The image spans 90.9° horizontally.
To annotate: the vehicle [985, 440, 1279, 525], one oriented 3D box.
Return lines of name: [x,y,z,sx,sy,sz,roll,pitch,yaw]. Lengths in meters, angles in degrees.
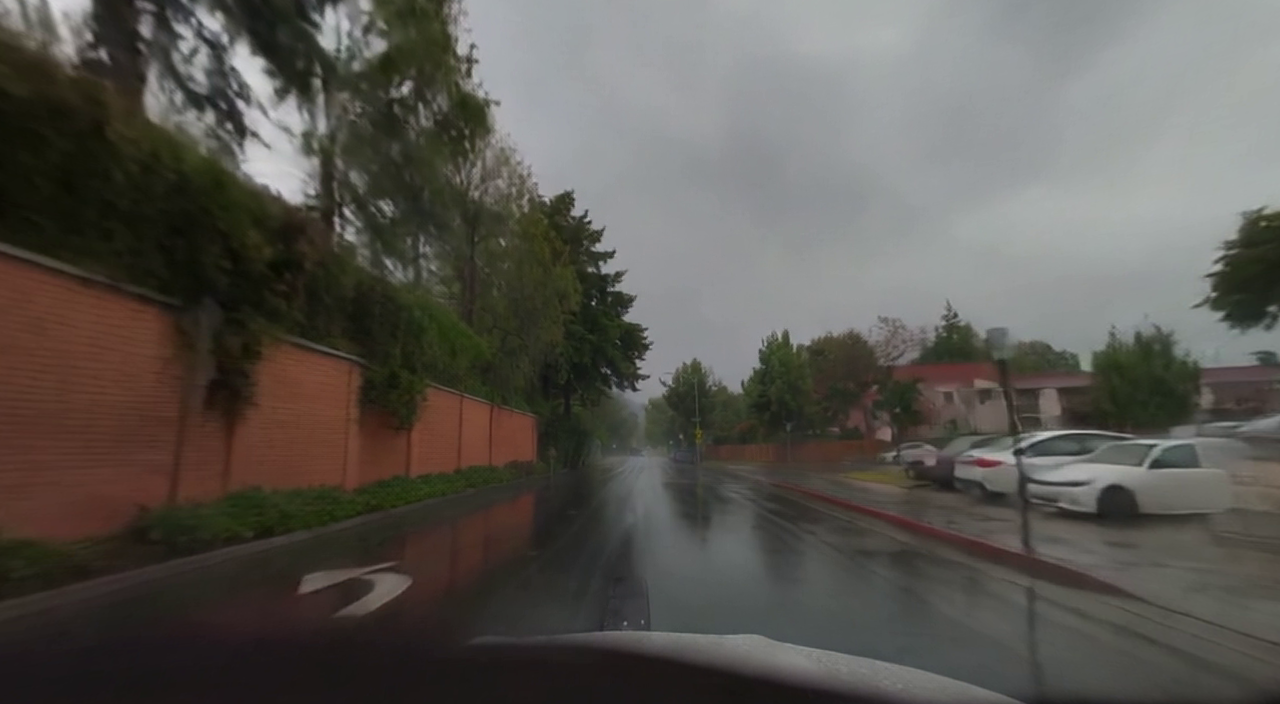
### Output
vehicle: [9.418,2.462,12.116,4.309,1.442,2.145,1,-9,-1]
